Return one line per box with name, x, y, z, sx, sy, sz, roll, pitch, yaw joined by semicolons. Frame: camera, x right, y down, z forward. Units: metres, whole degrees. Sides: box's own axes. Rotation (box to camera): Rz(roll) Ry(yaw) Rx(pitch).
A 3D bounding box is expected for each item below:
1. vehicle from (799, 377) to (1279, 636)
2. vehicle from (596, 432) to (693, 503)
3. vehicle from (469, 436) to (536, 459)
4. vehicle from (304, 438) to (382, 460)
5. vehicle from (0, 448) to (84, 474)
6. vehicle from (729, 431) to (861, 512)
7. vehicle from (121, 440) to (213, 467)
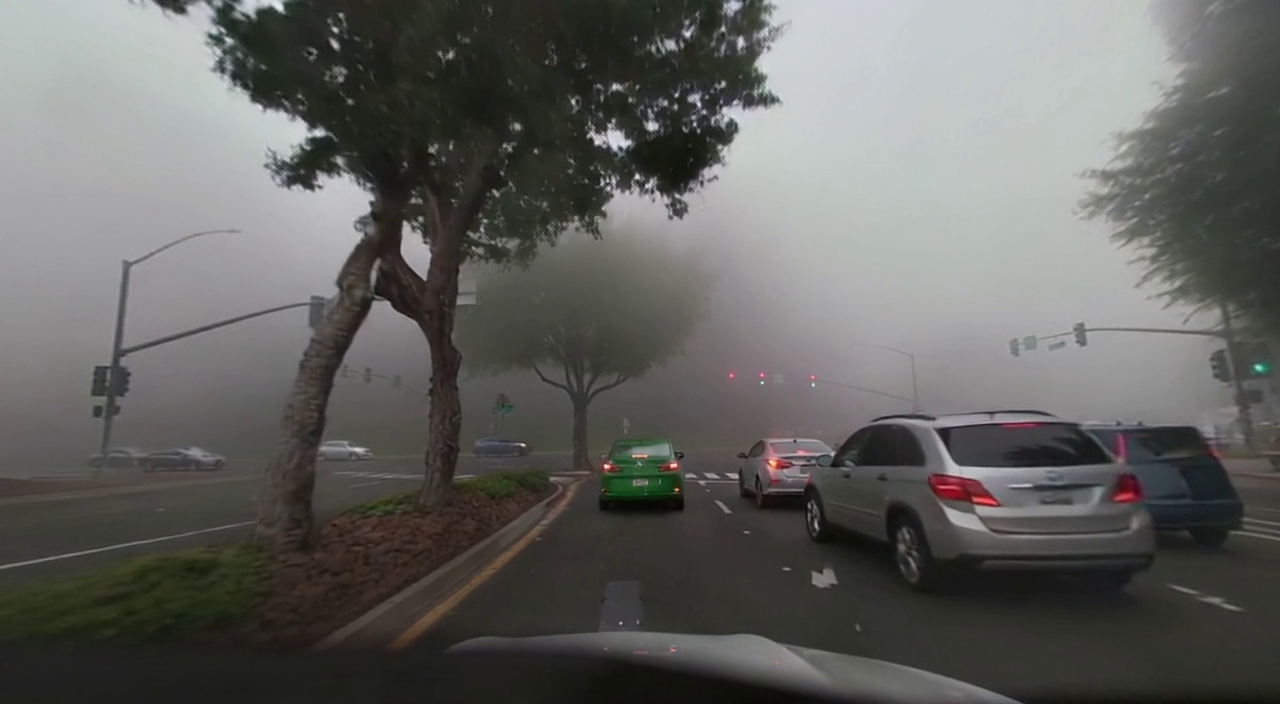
vehicle;3.439;1.438;6.938;2.111;1.780;4.990;0;-9;0
vehicle;0.129;2.734;15.340;2.026;1.458;4.175;0;-9;1
vehicle;-9.144;6.379;42.210;4.076;1.498;2.175;1;-9;-4
vehicle;-21.335;7.005;45.500;4.670;1.542;1.861;-1;-9;6
vehicle;-36.450;6.524;37.906;4.630;1.441;1.923;-1;-9;8
vehicle;3.180;2.554;13.968;1.861;1.479;4.371;0;-9;1
vehicle;-30.126;6.473;40.292;4.517;1.637;1.935;-1;-9;8
